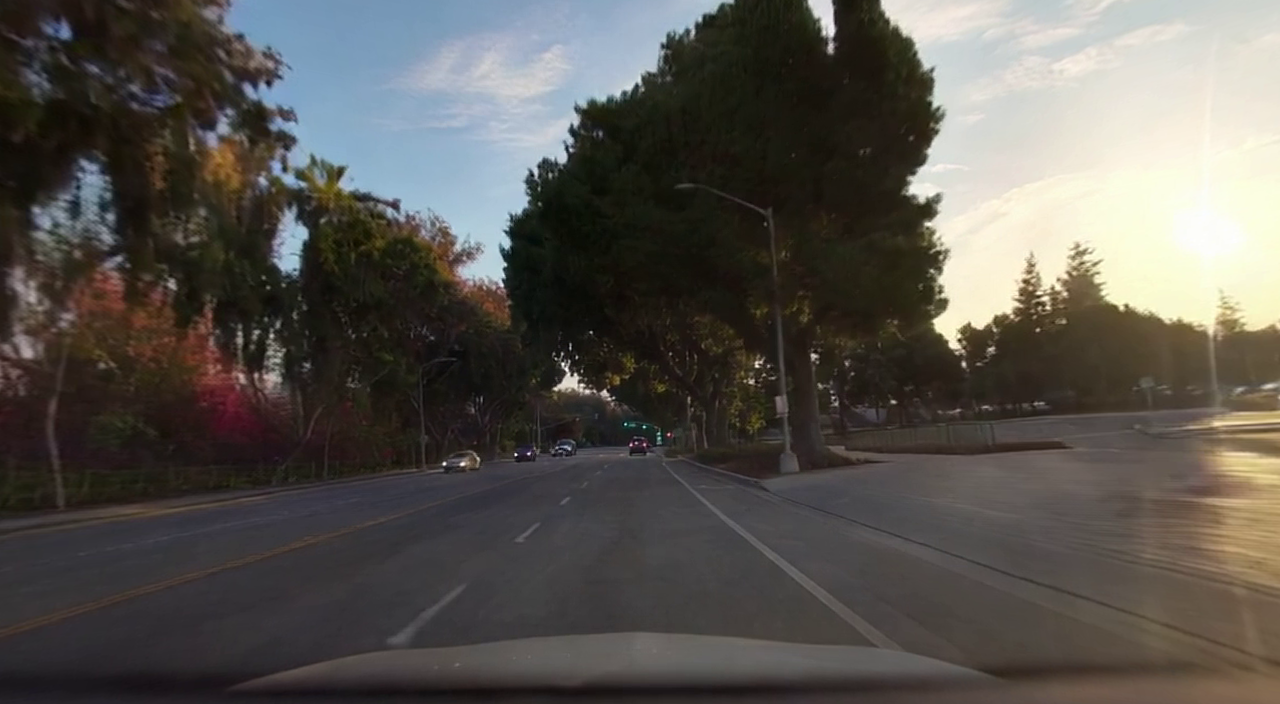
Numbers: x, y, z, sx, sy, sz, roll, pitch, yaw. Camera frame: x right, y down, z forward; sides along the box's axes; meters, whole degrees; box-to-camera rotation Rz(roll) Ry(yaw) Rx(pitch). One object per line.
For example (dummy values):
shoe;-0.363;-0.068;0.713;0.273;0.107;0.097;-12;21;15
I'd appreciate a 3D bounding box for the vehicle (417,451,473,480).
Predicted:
vehicle;-11.177;6.528;36.524;1.948;1.481;4.380;0;-8;-2
